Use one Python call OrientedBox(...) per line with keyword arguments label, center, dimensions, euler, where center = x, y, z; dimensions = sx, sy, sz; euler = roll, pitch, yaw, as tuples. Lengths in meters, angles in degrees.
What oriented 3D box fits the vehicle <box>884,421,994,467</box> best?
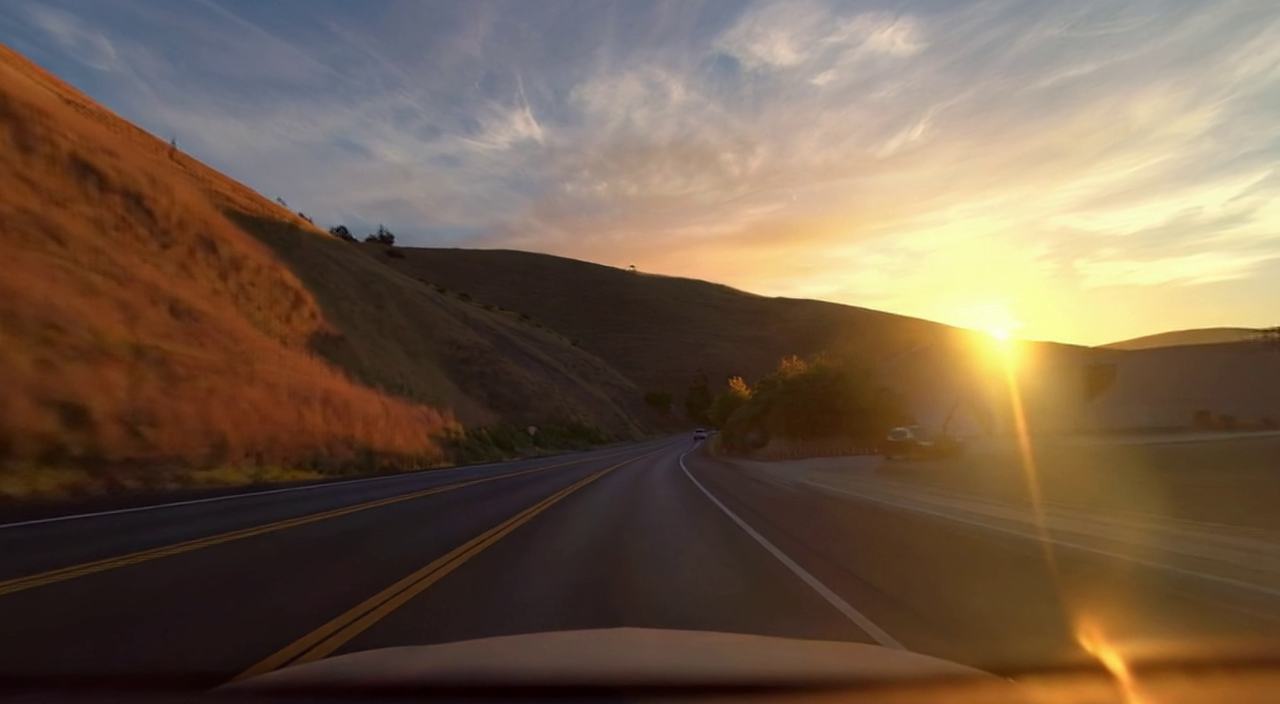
OrientedBox(label="vehicle", center=(13.791, 4.395, 29.601), dimensions=(2.352, 1.872, 5.103), euler=(-1, -10, -3))
